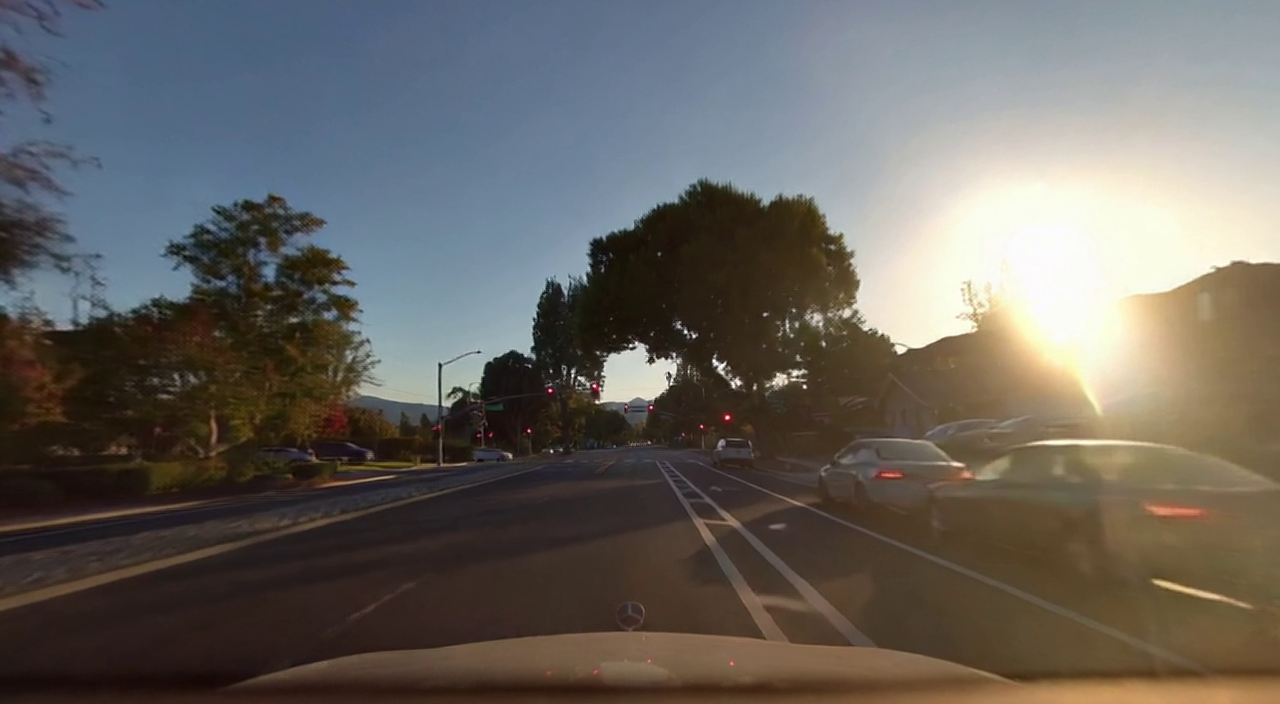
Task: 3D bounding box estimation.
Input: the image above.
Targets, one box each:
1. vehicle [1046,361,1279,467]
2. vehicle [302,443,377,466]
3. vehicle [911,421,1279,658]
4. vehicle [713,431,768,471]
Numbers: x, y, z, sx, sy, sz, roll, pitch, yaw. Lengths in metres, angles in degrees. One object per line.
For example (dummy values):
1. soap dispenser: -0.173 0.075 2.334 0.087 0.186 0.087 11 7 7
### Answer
1. vehicle: 13.392 1.641 16.174 4.284 1.725 1.981 -12 -9 -1
2. vehicle: -21.874 7.470 45.994 4.334 1.668 2.069 0 -8 1
3. vehicle: 4.596 1.484 6.176 1.881 1.435 4.525 0 -8 0
4. vehicle: 5.031 5.029 32.182 2.170 1.869 4.594 0 -8 2
